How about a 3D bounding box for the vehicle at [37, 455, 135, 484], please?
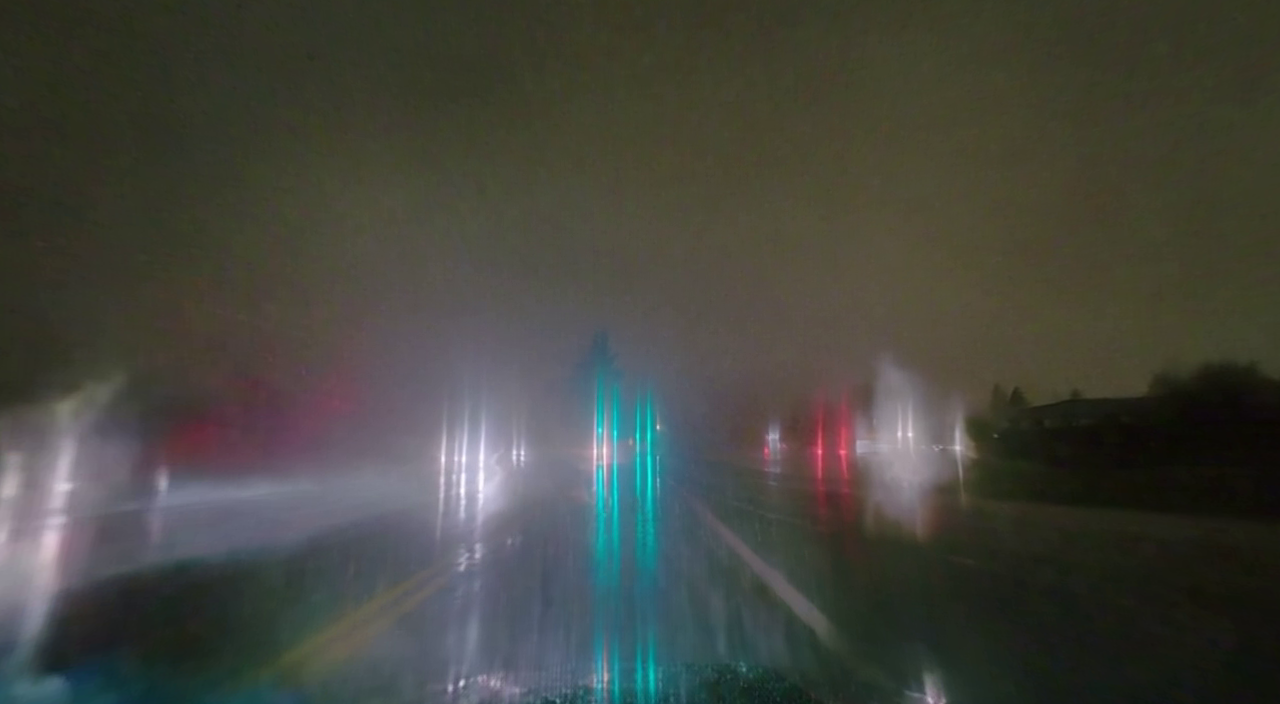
[{"bbox_3d":[-29.555,6.244,33.821,1.729,1.394,3.877,0,-8,0],"label":"vehicle"}]
